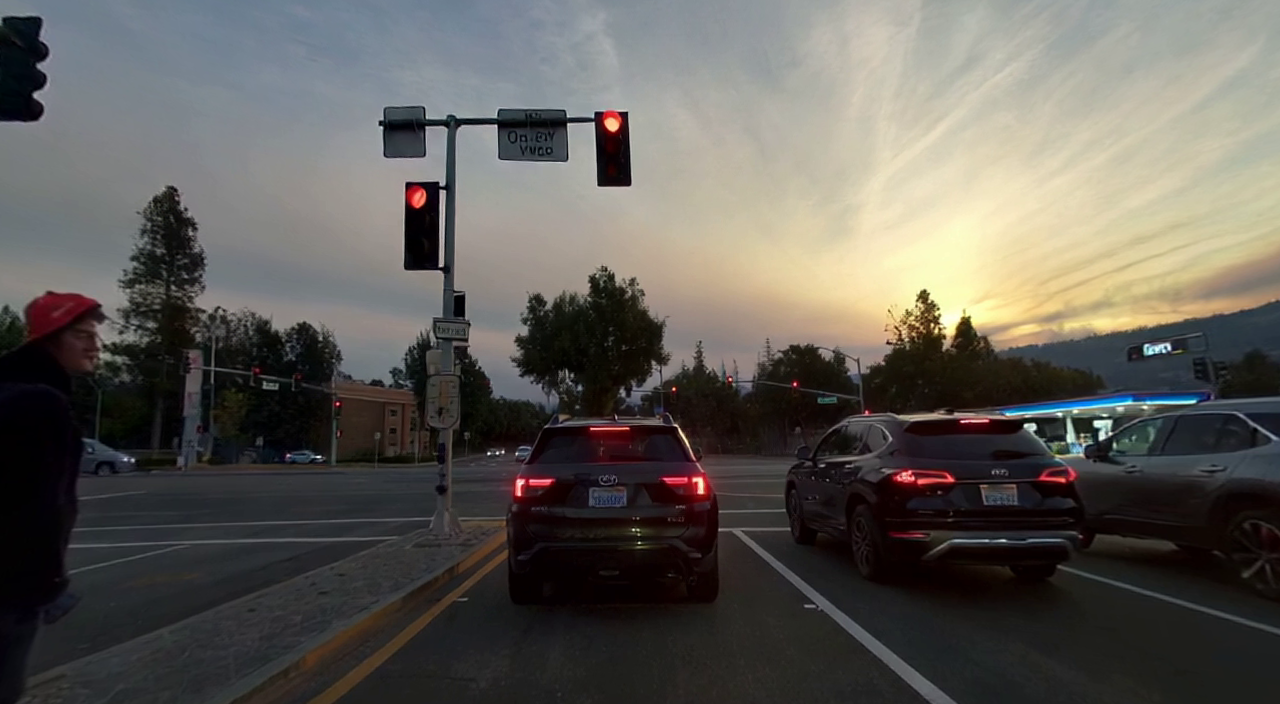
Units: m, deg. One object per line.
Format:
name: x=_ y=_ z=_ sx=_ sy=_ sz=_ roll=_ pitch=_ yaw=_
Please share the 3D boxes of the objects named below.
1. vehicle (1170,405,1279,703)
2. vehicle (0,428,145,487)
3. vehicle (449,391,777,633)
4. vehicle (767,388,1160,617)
vehicle: x=3.098 y=0.618 z=0.159 sx=1.965 sy=1.460 sz=4.581 roll=0 pitch=-9 yaw=1
vehicle: x=-28.972 y=5.217 z=31.436 sx=6.772 sy=2.769 sz=2.305 roll=-1 pitch=-9 yaw=3
vehicle: x=-0.191 y=1.498 z=6.928 sx=2.351 sy=1.733 sz=4.616 roll=0 pitch=-9 yaw=0
vehicle: x=3.001 y=1.508 z=7.250 sx=2.060 sy=1.783 sz=4.411 roll=0 pitch=-9 yaw=-1
